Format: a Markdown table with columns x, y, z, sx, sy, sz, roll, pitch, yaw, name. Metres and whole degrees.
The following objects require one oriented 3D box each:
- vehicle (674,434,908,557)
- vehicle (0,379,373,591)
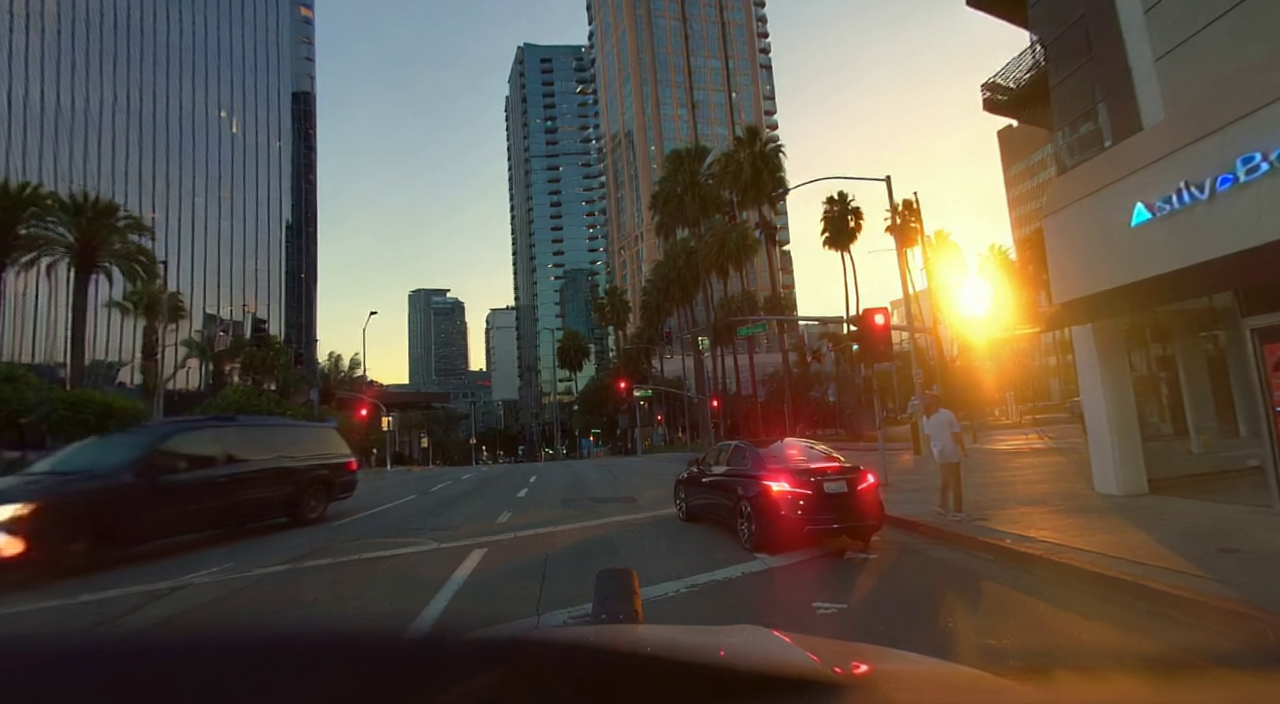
| x | y | z | sx | sy | sz | roll | pitch | yaw | name |
| --- | --- | --- | --- | --- | --- | --- | --- | --- | --- |
| 1.999 | 2.087 | 10.107 | 2.090 | 1.466 | 4.676 | 1 | -8 | -7 | vehicle |
| -6.130 | 1.653 | 8.791 | 2.190 | 1.964 | 5.614 | -1 | -8 | 2 | vehicle |
